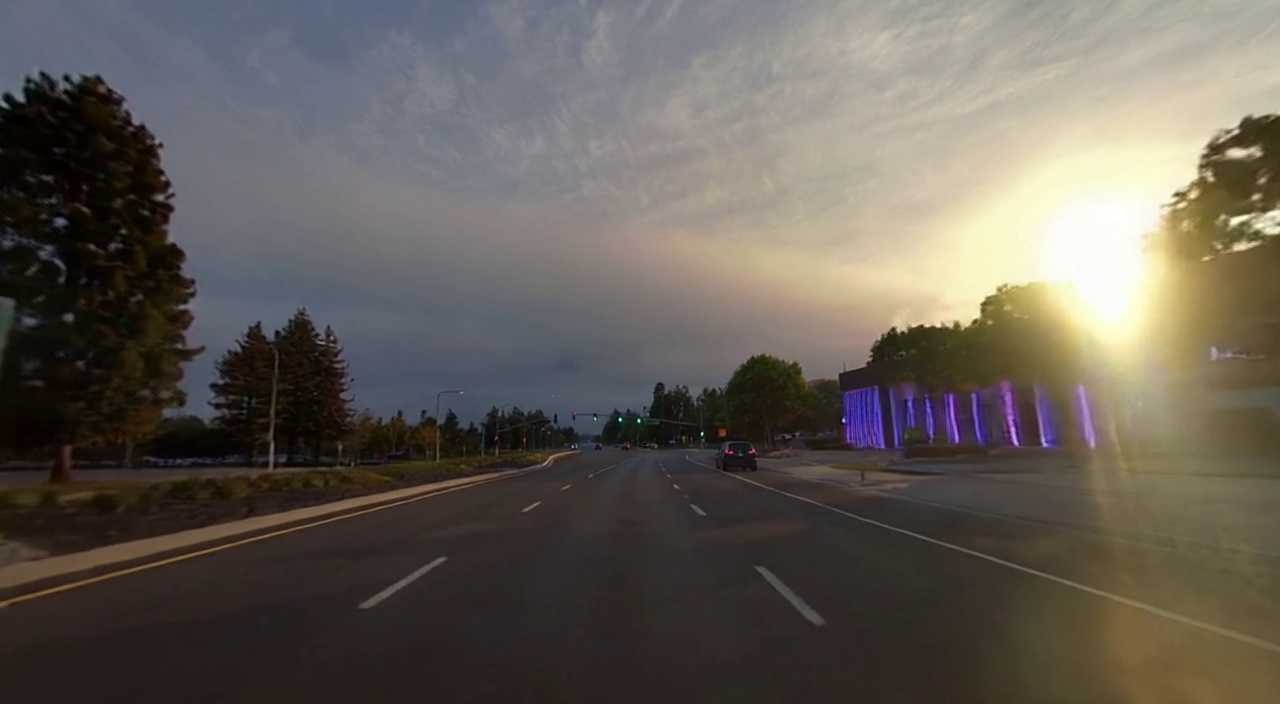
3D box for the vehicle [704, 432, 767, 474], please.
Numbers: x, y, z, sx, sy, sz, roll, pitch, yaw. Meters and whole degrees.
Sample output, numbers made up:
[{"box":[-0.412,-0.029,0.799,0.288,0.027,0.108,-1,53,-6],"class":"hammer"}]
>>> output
[{"box":[4.910,5.318,33.446,2.476,2.016,5.586,0,-8,0],"class":"vehicle"}]
